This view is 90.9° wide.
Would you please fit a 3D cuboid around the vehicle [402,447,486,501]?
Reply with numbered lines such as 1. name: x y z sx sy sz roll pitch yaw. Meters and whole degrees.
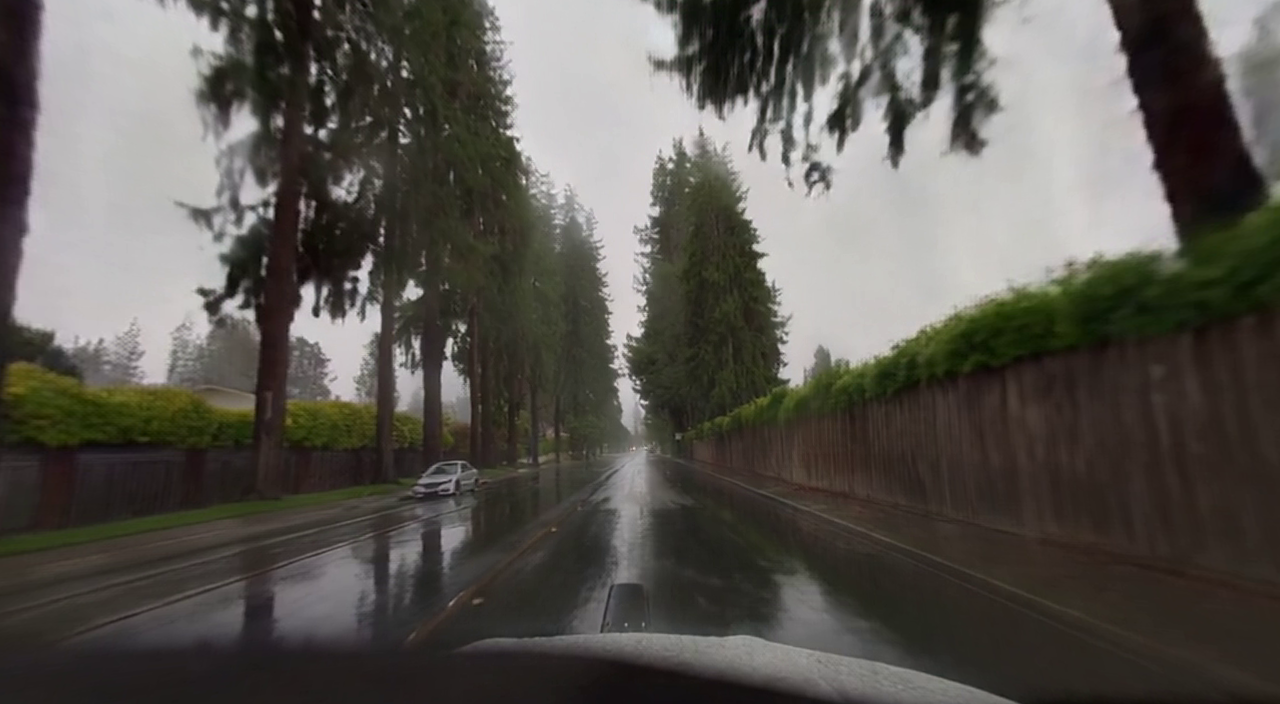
1. vehicle: -7.667 4.753 24.983 1.945 1.760 4.021 -3 -8 2
